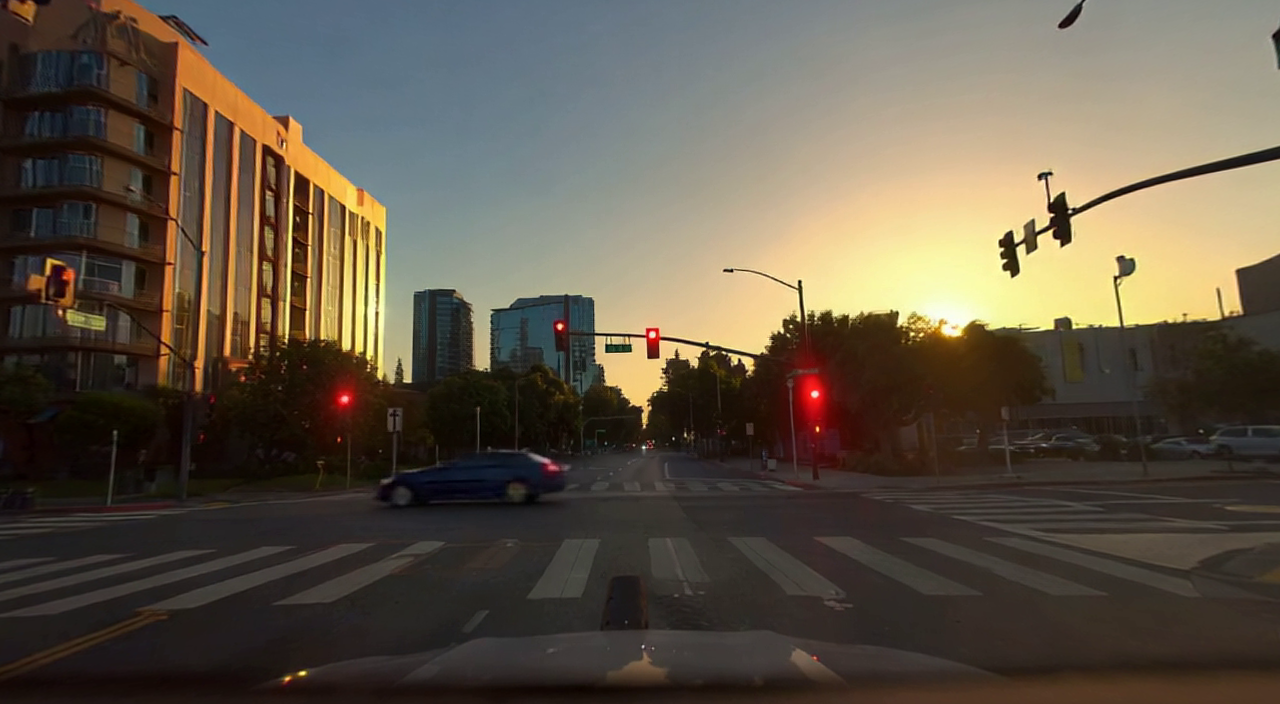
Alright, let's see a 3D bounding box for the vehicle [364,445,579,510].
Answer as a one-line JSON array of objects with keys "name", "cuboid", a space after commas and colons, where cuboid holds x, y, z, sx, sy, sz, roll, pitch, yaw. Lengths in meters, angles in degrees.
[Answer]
[{"name": "vehicle", "cuboid": [-4.063, 3.111, 15.851, 4.847, 1.484, 1.926, 0, -8, 1]}]
